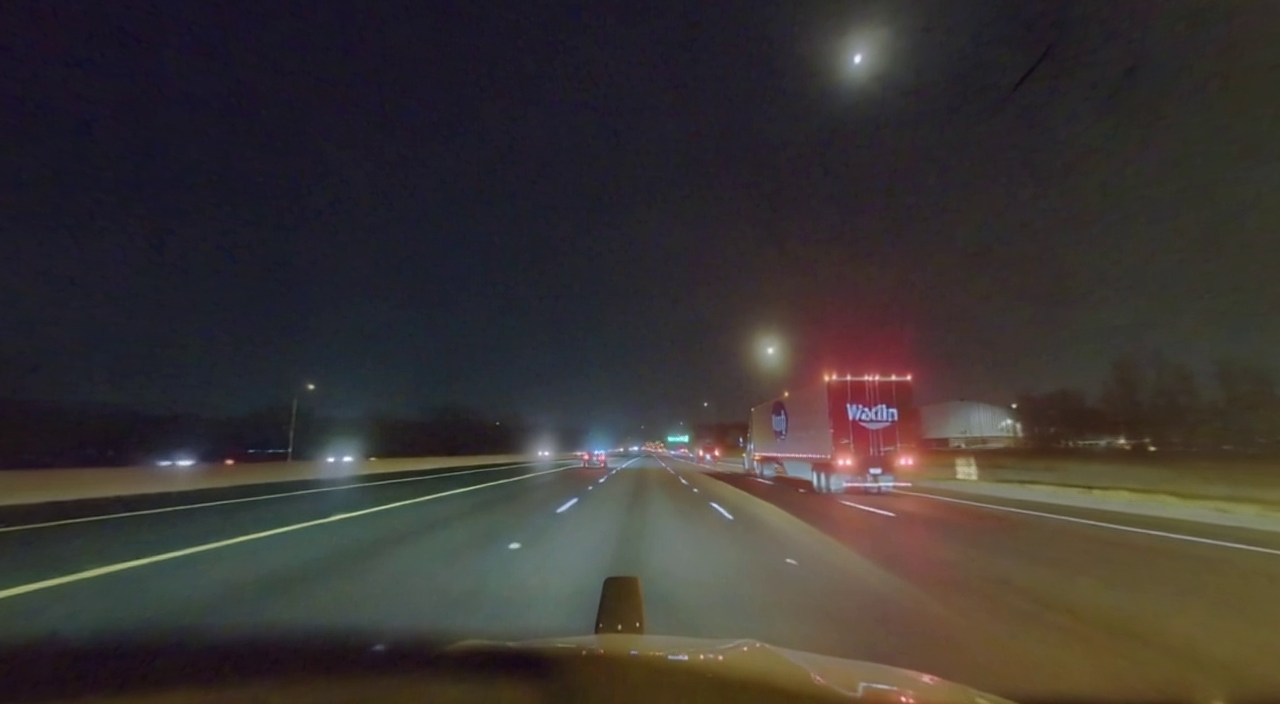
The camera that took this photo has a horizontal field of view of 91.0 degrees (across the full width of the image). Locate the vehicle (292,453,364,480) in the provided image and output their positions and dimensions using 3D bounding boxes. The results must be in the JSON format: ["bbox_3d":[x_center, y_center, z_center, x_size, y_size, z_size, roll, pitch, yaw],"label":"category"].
[{"bbox_3d":[-19.501,7.164,39.643,1.938,1.563,4.622,0,-9,3],"label":"vehicle"}]

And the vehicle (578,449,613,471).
[{"bbox_3d":[-3.264,7.951,46.714,2.164,1.507,4.748,0,-9,1],"label":"vehicle"}]

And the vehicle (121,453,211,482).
[{"bbox_3d":[-29.783,7.234,39.755,1.913,1.662,4.585,0,-9,3],"label":"vehicle"}]

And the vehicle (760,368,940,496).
[{"bbox_3d":[8.245,3.741,28.160,2.912,4.143,15.538,0,-9,1],"label":"vehicle"}]
